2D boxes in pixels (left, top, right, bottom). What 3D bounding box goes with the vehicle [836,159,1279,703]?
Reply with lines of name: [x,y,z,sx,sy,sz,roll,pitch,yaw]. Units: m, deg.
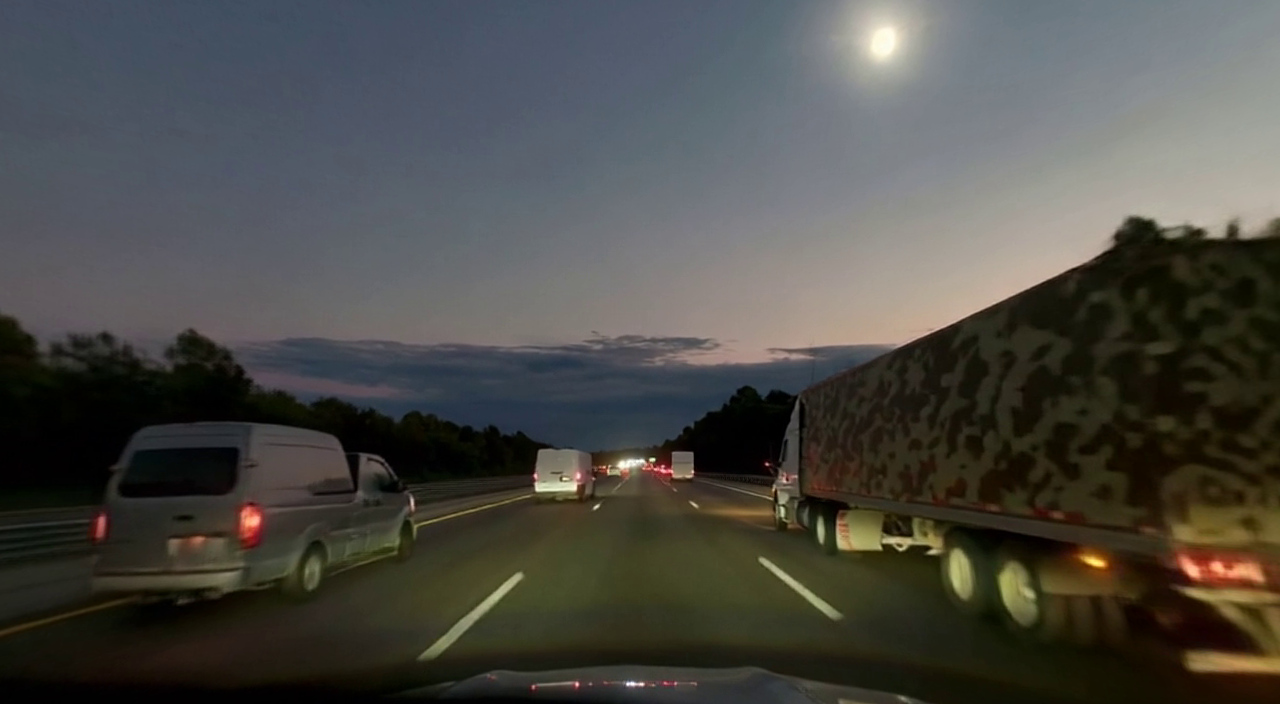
vehicle: [3.936,0.924,5.591,2.703,2.988,5.097,1,-10,0]

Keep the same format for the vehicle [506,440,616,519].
vehicle: [-2.100,3.688,18.471,2.378,1.930,5.086,0,-10,2]

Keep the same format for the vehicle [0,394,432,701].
vehicle: [-3.708,1.465,5.707,2.124,1.671,4.262,1,-10,0]
